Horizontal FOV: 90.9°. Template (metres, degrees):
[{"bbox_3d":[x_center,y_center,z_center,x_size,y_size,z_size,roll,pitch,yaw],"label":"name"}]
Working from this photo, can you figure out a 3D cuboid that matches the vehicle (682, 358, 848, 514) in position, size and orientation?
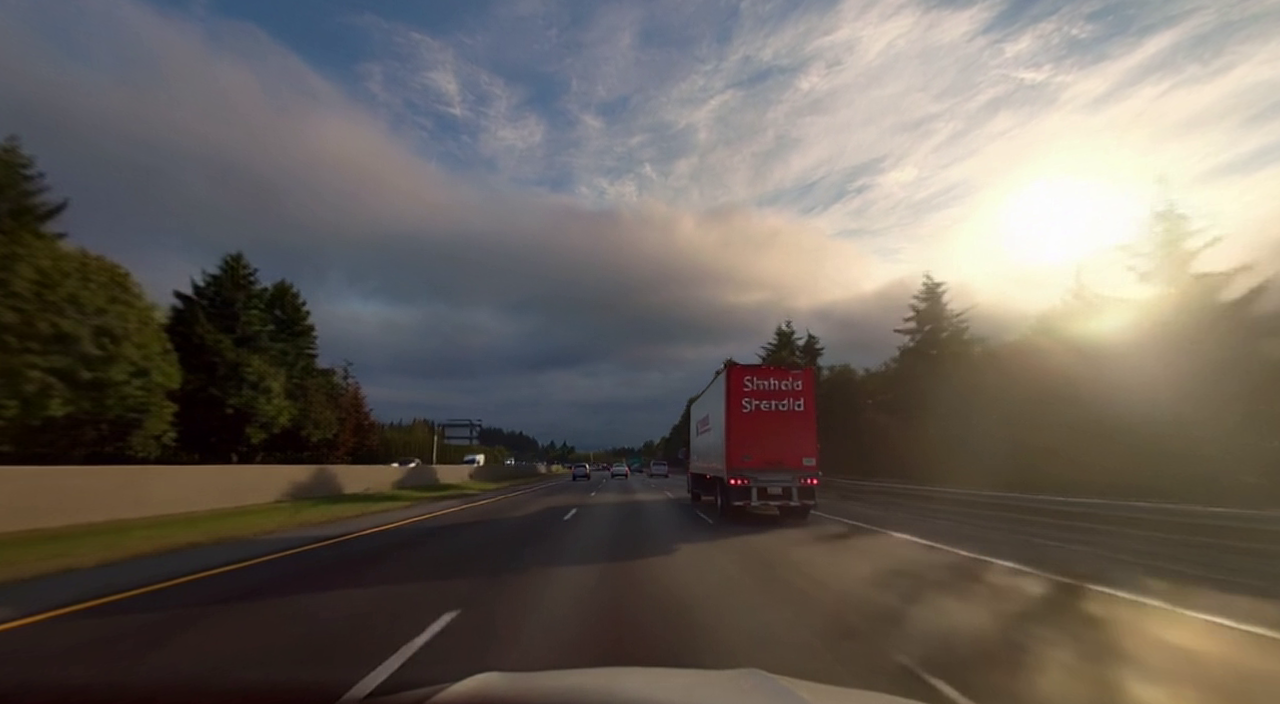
[{"bbox_3d":[3.925,3.560,24.518,2.992,4.300,13.967,1,-10,-3],"label":"vehicle"}]

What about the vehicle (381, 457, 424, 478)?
[{"bbox_3d":[-18.101,8.854,48.231,1.882,1.505,3.868,1,-10,-2],"label":"vehicle"}]
